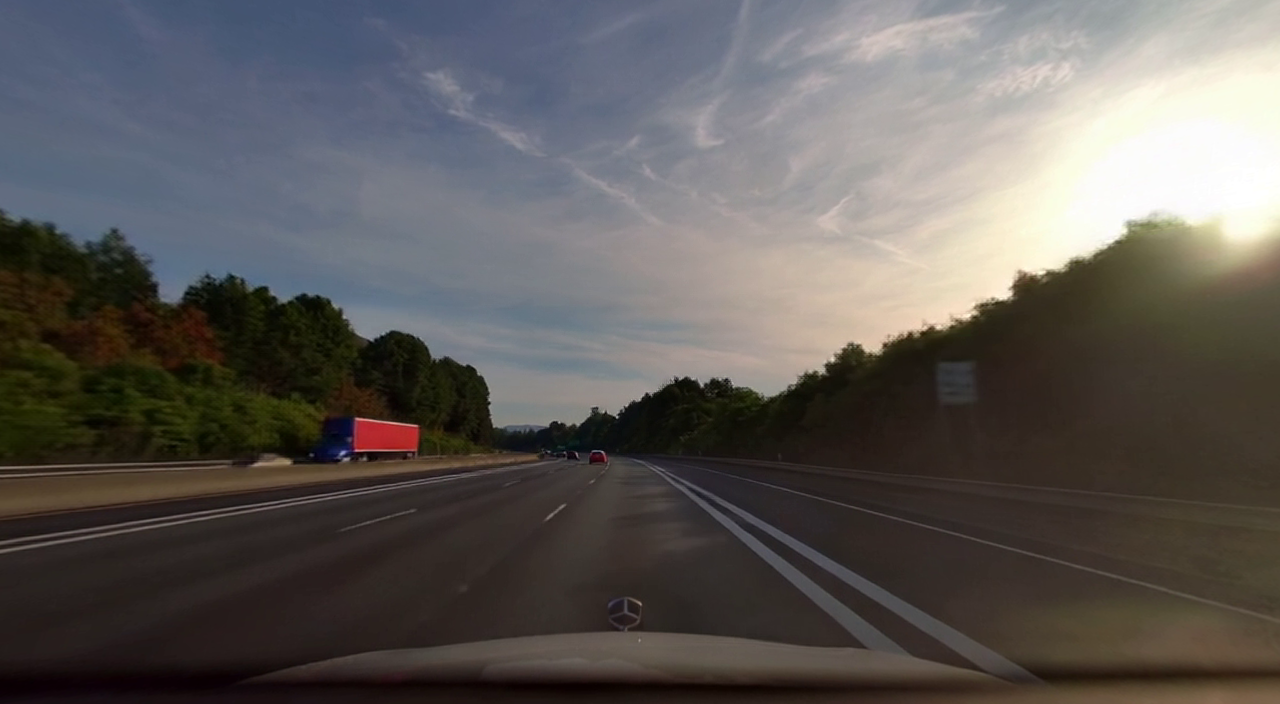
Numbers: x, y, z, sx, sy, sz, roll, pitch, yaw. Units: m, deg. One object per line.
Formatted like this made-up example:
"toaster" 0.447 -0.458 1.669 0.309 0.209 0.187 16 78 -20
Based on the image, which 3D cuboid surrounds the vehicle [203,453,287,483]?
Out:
"vehicle" -21.746 6.382 34.946 1.997 1.507 4.137 0 -9 -1
